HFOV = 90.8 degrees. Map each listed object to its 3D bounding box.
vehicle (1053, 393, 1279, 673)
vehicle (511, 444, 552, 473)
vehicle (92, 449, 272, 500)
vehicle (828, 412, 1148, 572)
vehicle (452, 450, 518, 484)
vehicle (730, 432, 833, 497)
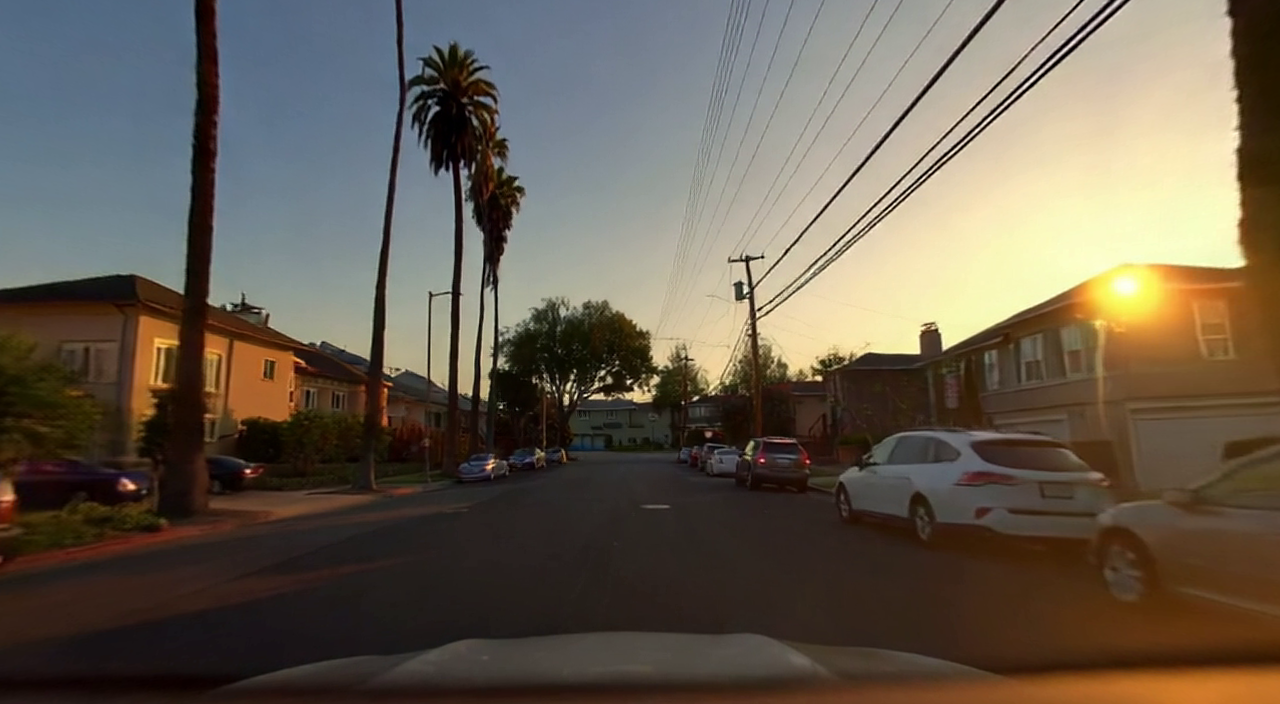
[{"bbox_3d":[4.809,1.084,3.723,1.894,1.675,4.294,0,-8,1],"label":"vehicle"},{"bbox_3d":[-7.870,7.756,46.210,2.077,1.888,4.551,-1,-8,2],"label":"vehicle"},{"bbox_3d":[-14.499,3.888,20.194,4.305,1.505,1.793,0,-8,-1],"label":"vehicle"},{"bbox_3d":[4.611,1.909,9.452,1.922,1.761,4.633,1,-8,-3],"label":"vehicle"},{"bbox_3d":[-7.528,5.606,31.187,2.013,1.483,4.645,0,-8,1],"label":"vehicle"},{"bbox_3d":[4.418,3.605,20.656,2.115,1.826,4.871,0,-8,-2],"label":"vehicle"}]
